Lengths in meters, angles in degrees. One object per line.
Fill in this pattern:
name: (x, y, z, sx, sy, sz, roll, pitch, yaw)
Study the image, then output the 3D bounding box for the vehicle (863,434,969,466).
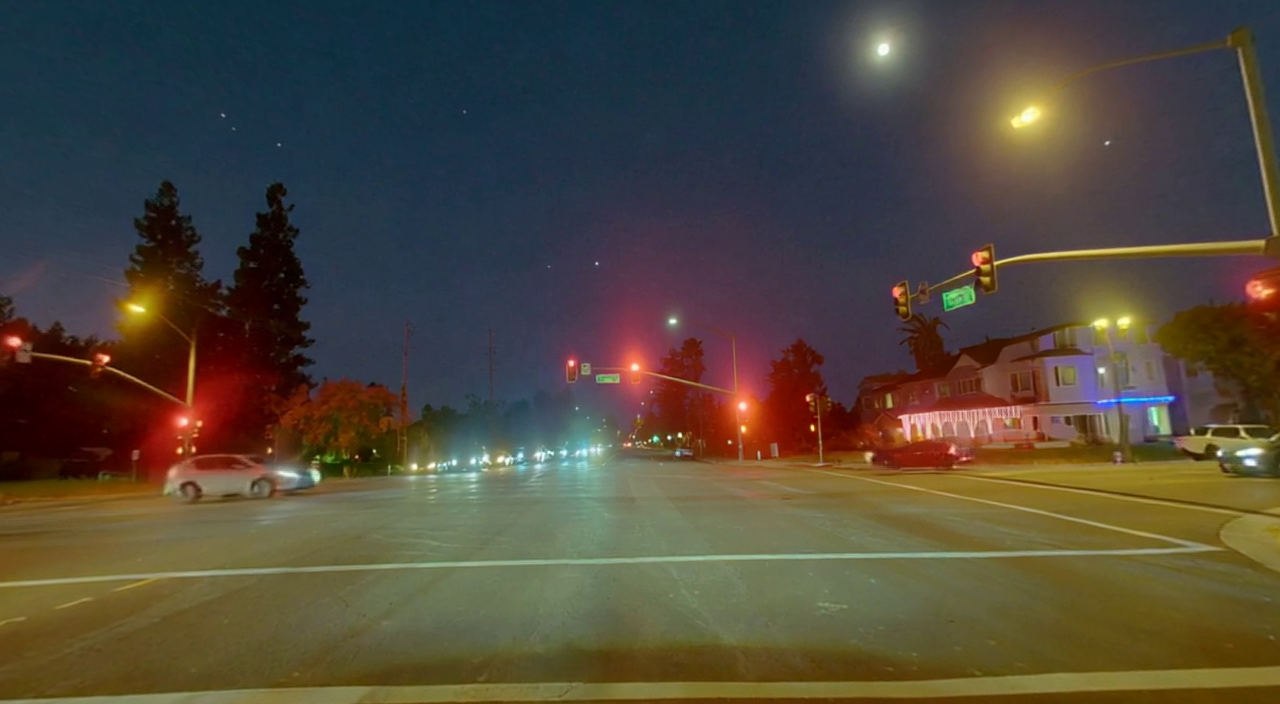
vehicle: (14.430, 5.147, 33.131, 4.873, 1.539, 1.932, -4, -9, 25)

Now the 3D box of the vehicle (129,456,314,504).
vehicle: (-13.993, 4.279, 21.331, 4.823, 1.449, 2.017, -1, -9, 2)

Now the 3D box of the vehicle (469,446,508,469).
vehicle: (-10.704, 7.461, 44.759, 1.881, 1.509, 3.377, 0, -9, 1)

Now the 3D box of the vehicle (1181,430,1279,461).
vehicle: (31.318, 4.886, 33.022, 4.318, 1.488, 1.870, 0, -9, -1)
